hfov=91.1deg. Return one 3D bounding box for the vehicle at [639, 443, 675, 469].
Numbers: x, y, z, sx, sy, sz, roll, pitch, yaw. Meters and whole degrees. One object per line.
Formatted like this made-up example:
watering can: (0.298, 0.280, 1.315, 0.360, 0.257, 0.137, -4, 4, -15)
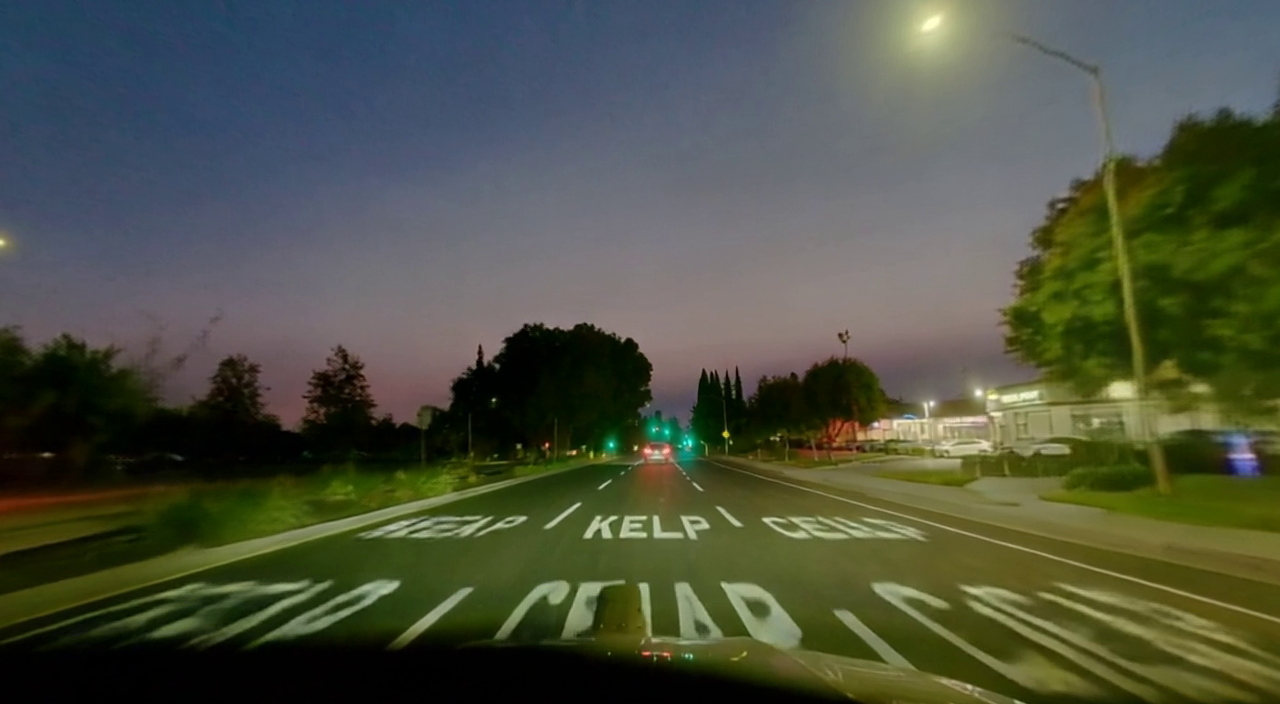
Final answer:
vehicle: (1.052, 6.594, 40.002, 2.144, 1.505, 4.128, 0, -9, 0)
